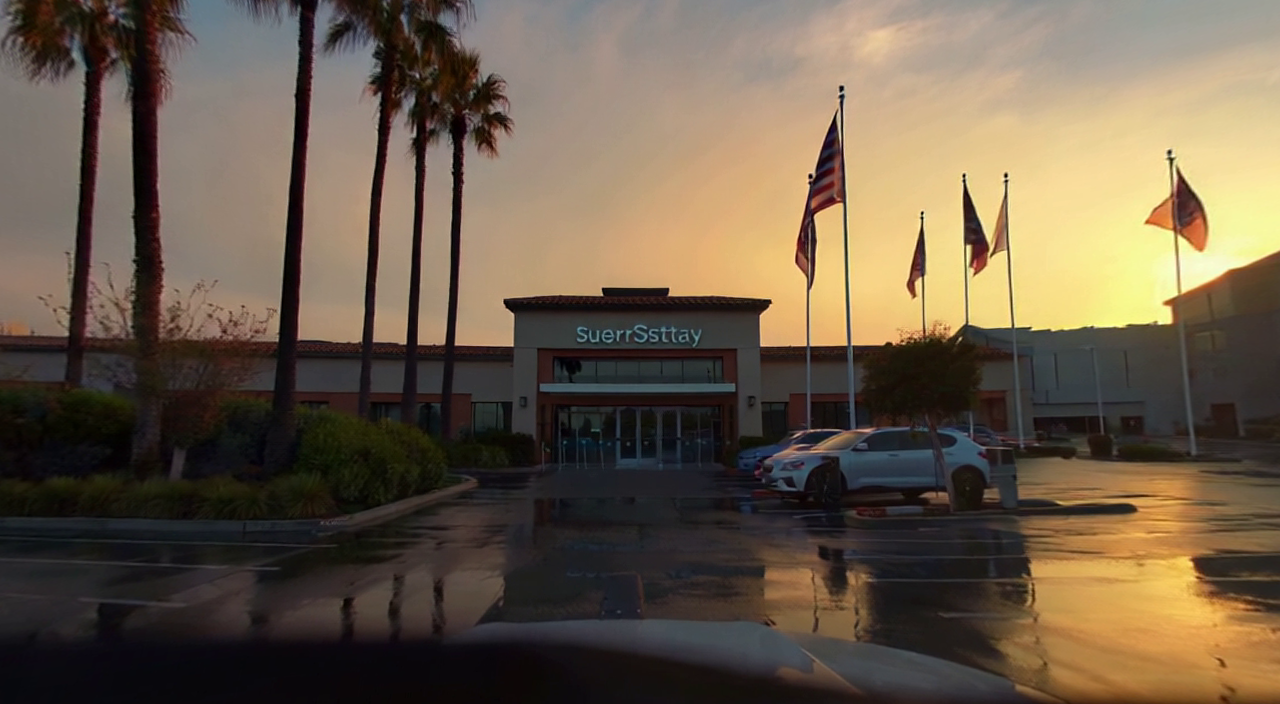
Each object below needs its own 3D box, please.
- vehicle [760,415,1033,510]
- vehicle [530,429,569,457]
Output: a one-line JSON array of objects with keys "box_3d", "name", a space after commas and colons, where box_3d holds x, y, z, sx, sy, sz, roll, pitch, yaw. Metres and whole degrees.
[{"box_3d": [4.884, 2.176, 12.566, 4.567, 1.723, 1.926, 0, -8, 0], "name": "vehicle"}, {"box_3d": [-6.586, 6.696, 46.306, 1.943, 1.890, 4.472, -2, -8, 3], "name": "vehicle"}]
